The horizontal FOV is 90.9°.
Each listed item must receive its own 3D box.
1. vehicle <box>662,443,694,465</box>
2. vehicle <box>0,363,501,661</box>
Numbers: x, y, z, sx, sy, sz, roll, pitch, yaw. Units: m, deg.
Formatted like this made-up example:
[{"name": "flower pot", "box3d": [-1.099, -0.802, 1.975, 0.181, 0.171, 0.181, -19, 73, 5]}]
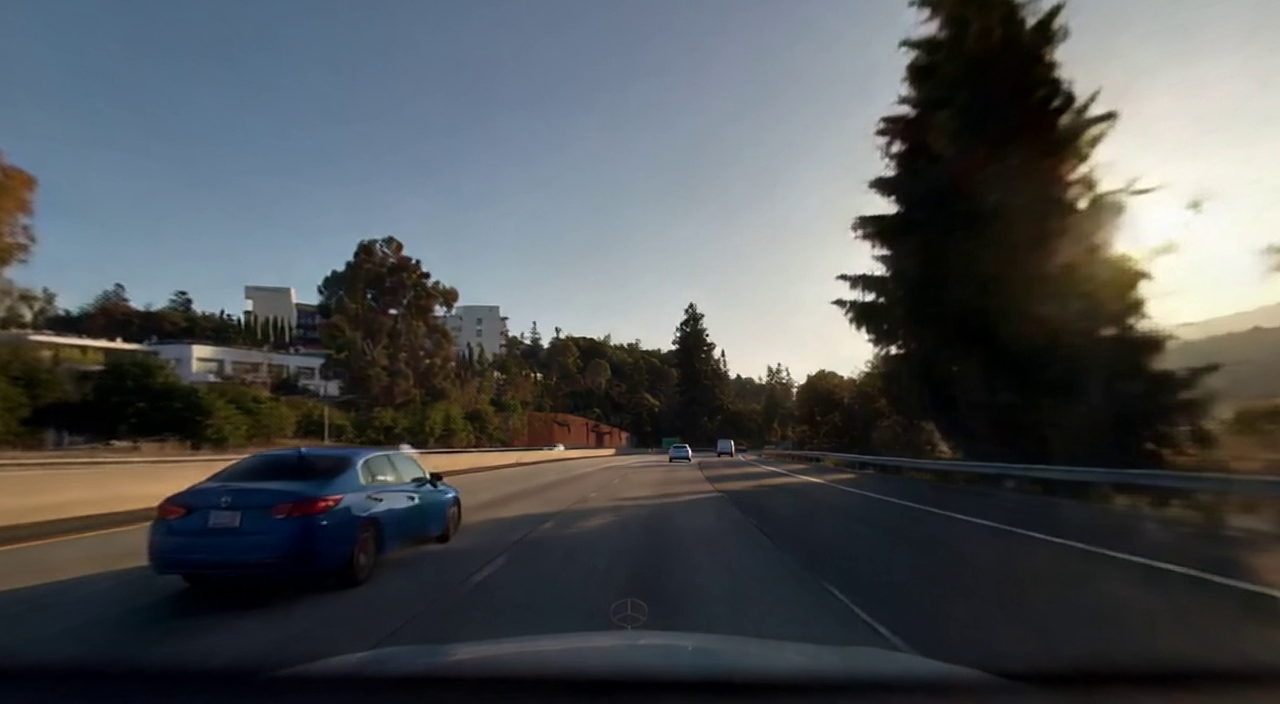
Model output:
[{"name": "vehicle", "box3d": [2.699, 7.209, 44.753, 2.158, 1.458, 3.656, -1, -9, 4]}, {"name": "vehicle", "box3d": [-3.090, 1.336, 6.368, 2.185, 1.823, 4.854, 0, -9, 1]}]
